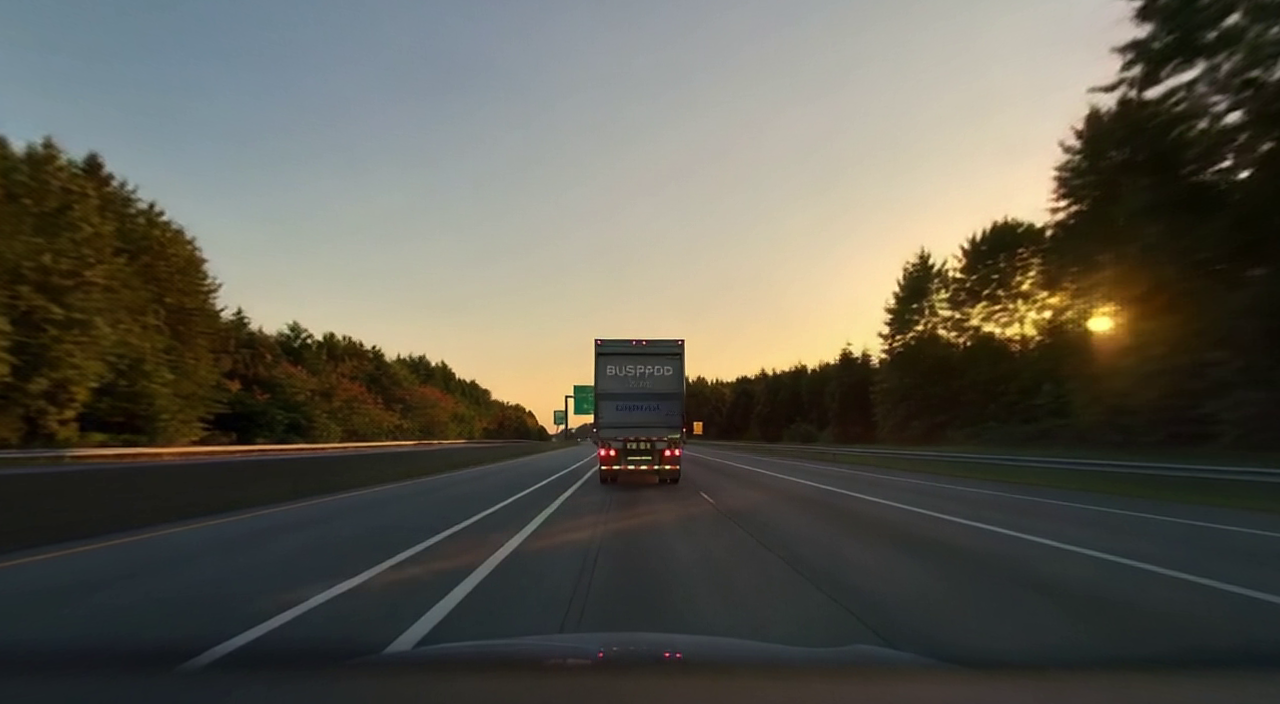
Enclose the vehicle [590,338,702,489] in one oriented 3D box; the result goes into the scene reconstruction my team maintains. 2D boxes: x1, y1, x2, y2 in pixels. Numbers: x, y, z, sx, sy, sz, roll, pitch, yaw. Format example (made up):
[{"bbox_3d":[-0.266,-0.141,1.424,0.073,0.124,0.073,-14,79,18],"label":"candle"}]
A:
[{"bbox_3d":[0.057,2.158,20.668,2.870,3.911,8.697,0,-8,-1],"label":"vehicle"}]
